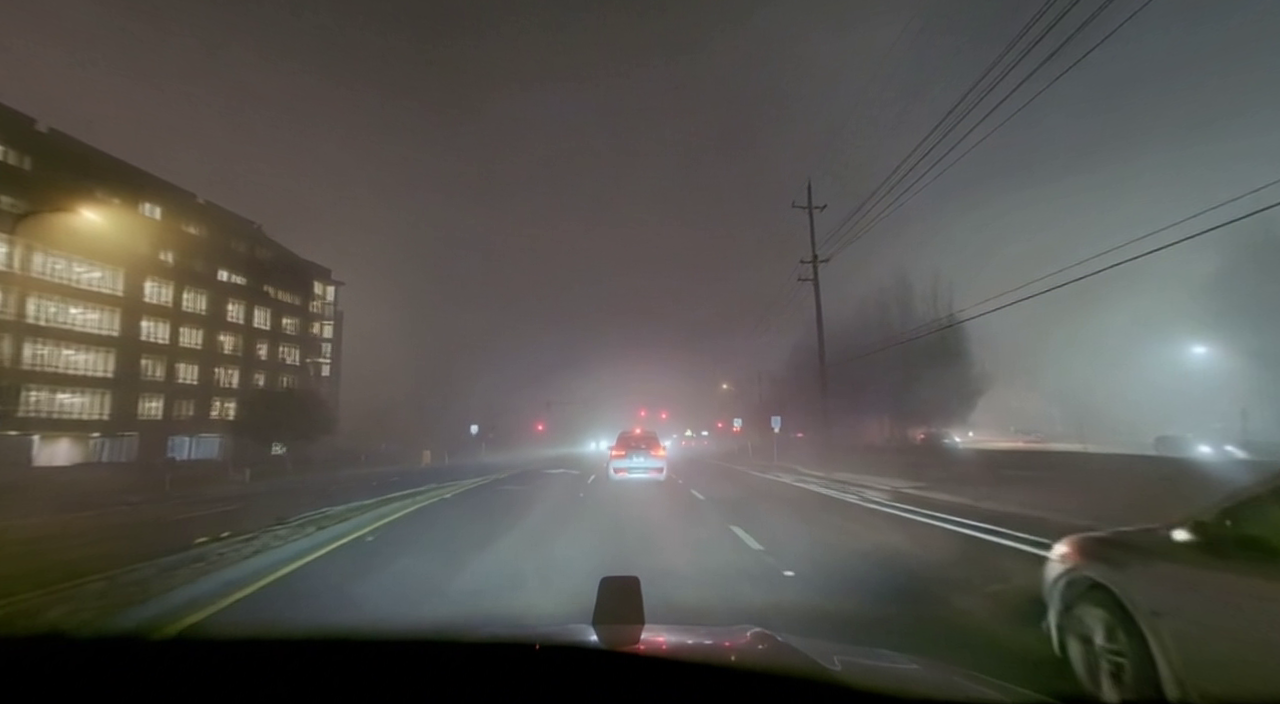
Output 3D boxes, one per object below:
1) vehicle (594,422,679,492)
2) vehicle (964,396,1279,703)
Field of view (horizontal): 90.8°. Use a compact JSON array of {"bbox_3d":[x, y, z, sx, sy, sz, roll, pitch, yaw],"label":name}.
[{"bbox_3d":[-0.091,3.032,18.419,2.189,1.776,4.342,0,-9,0],"label":"vehicle"},{"bbox_3d":[3.142,0.850,1.795,1.990,1.482,4.575,0,-9,0],"label":"vehicle"}]
